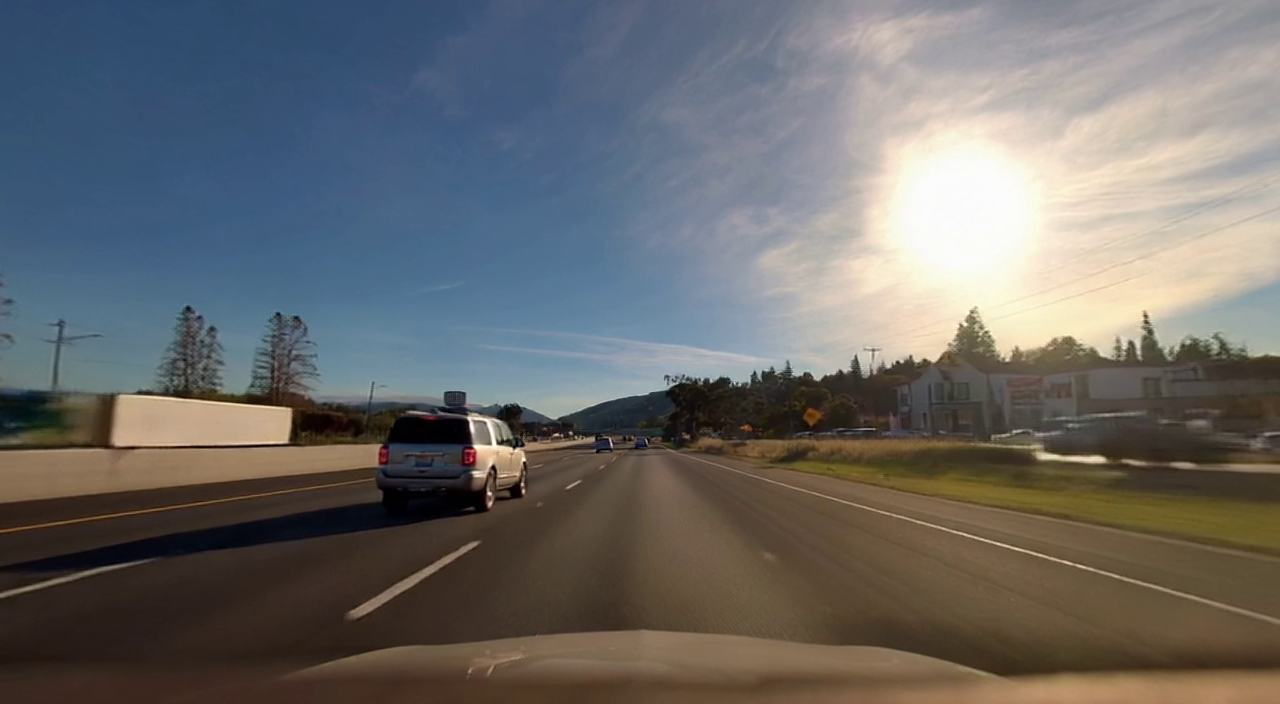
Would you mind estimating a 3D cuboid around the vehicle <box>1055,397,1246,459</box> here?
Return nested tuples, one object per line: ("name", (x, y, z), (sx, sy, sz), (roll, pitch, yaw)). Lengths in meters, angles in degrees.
("vehicle", (16.685, 2.601, 21.096), (2.044, 1.792, 5.081), (0, -8, -1))

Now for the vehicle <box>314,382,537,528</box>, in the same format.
("vehicle", (-3.748, 1.987, 12.589), (2.352, 2.209, 5.802), (0, -8, 1))

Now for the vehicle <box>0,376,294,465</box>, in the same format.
("vehicle", (-29.592, 4.722, 39.930), (3.197, 4.103, 21.465), (0, -8, 1))
